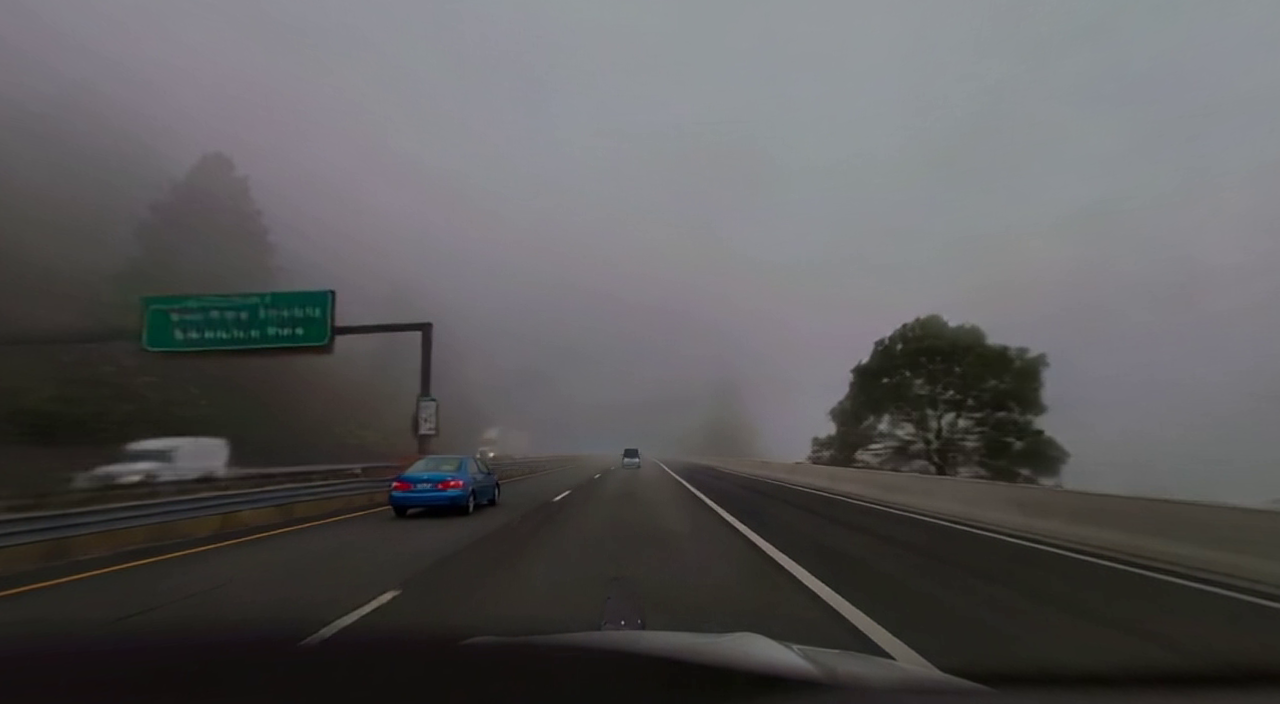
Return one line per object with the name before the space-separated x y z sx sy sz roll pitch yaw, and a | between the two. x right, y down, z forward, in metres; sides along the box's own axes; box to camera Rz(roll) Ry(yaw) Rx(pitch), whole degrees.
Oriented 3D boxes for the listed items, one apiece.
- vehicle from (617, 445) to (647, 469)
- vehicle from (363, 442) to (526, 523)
vehicle | -0.519 7.403 44.452 2.011 1.590 3.607 0 -9 1
vehicle | -4.078 2.789 14.102 2.157 1.483 4.601 0 -9 0
